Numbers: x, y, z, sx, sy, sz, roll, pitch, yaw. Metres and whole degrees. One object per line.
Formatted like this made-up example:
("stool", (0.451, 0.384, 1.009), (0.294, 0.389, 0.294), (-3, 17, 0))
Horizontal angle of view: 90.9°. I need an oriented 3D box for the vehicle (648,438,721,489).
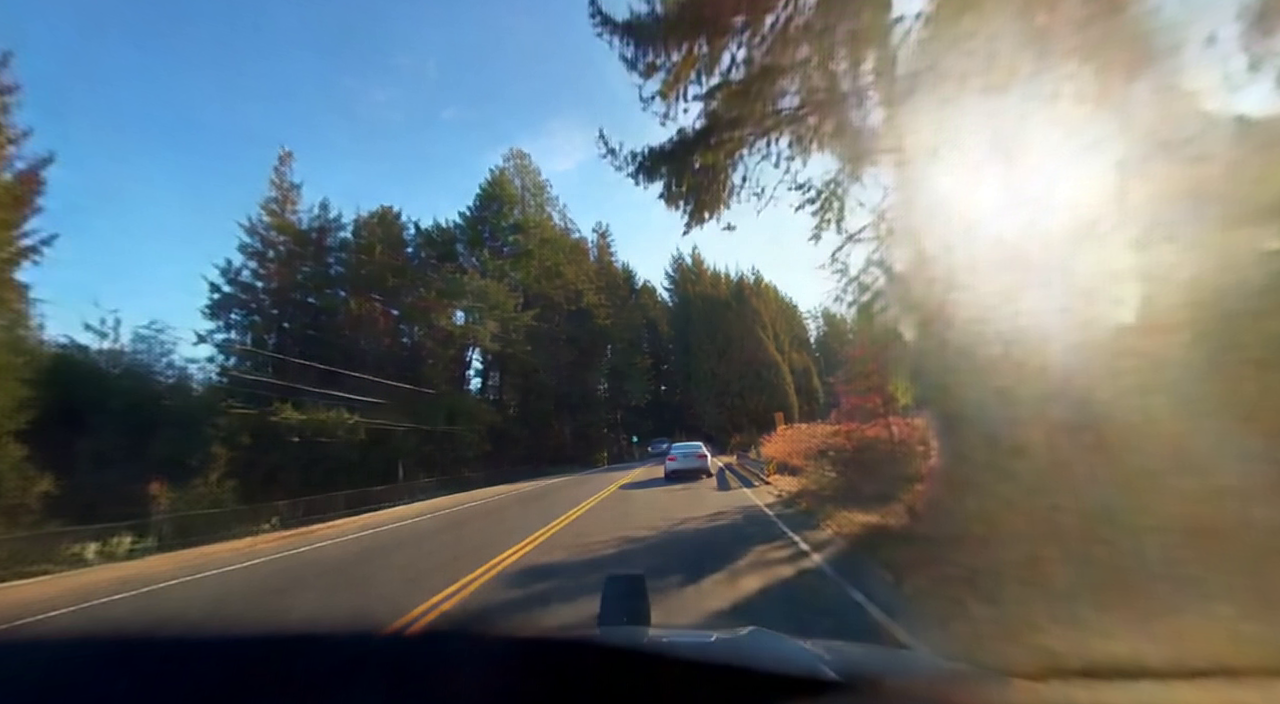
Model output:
("vehicle", (1.540, 3.817, 21.941), (2.274, 1.583, 4.349), (-1, -8, 4))
